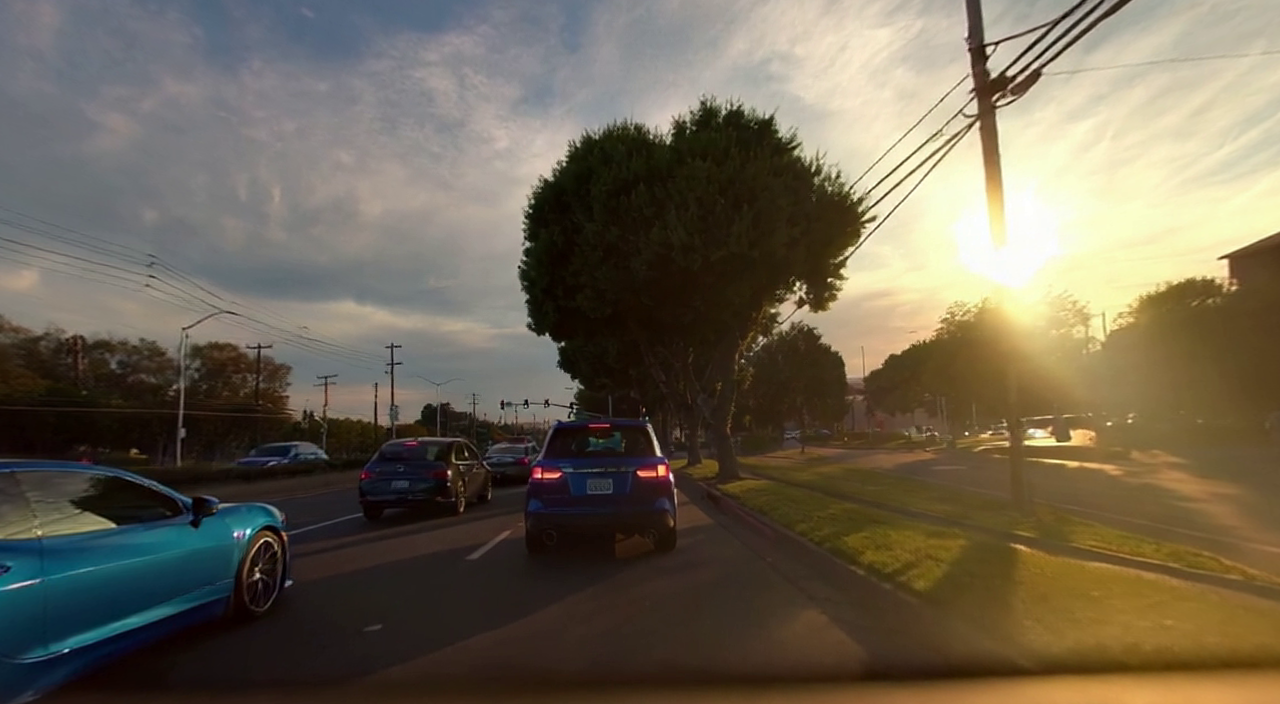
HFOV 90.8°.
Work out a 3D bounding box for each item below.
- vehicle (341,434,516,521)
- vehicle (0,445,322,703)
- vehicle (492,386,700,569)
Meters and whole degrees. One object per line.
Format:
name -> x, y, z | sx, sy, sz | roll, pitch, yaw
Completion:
vehicle -> -4.077, 2.486, 13.120 | 2.087, 1.485, 4.452 | 0, -8, 0
vehicle -> -3.743, 1.150, 3.274 | 1.865, 1.314, 4.461 | 0, -8, 0
vehicle -> -0.450, 1.504, 8.154 | 2.012, 1.769, 3.897 | 0, -8, -1
